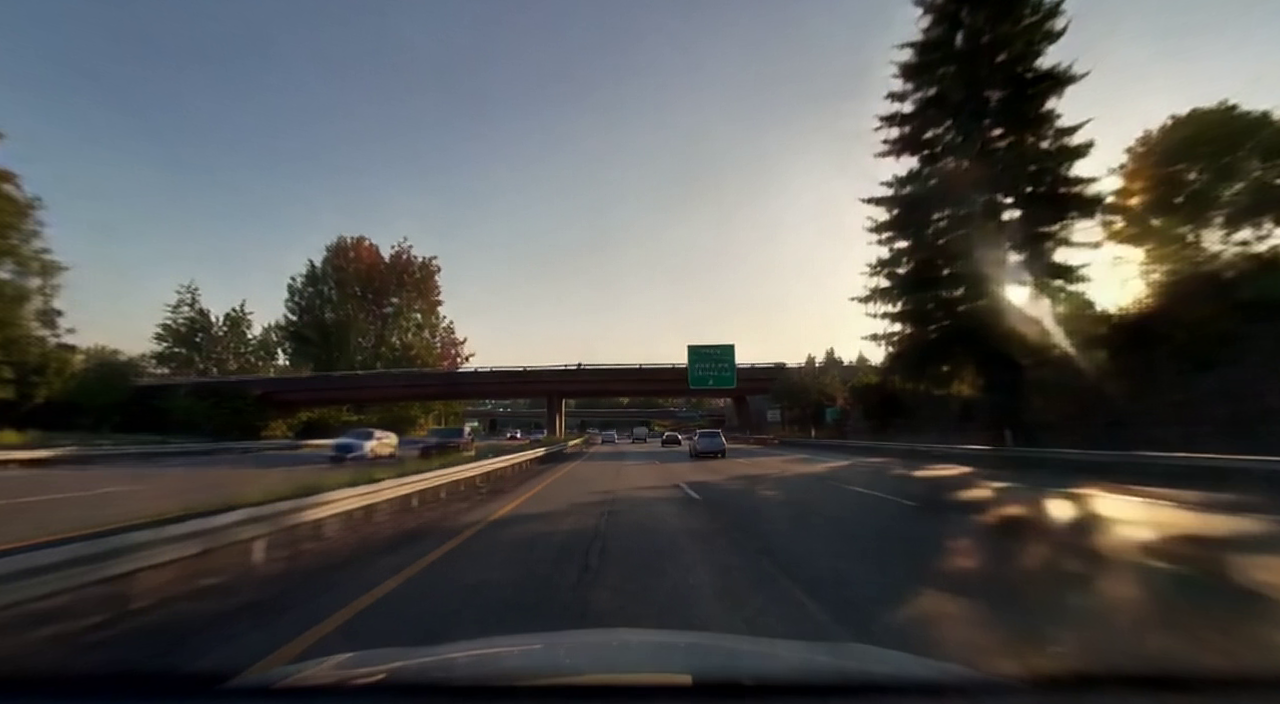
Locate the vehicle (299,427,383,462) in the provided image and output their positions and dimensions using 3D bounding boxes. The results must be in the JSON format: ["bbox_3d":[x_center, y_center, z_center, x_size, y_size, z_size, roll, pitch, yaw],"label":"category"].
[{"bbox_3d":[-13.454,4.175,28.636,1.929,1.465,3.997,0,-7,-2],"label":"vehicle"}]

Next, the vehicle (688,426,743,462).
[{"bbox_3d":[3.487,4.314,29.763,1.938,1.578,3.764,0,-8,-3],"label":"vehicle"}]

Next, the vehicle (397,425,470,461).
[{"bbox_3d":[-9.415,4.155,29.072,2.070,1.520,4.122,0,-7,-2],"label":"vehicle"}]
